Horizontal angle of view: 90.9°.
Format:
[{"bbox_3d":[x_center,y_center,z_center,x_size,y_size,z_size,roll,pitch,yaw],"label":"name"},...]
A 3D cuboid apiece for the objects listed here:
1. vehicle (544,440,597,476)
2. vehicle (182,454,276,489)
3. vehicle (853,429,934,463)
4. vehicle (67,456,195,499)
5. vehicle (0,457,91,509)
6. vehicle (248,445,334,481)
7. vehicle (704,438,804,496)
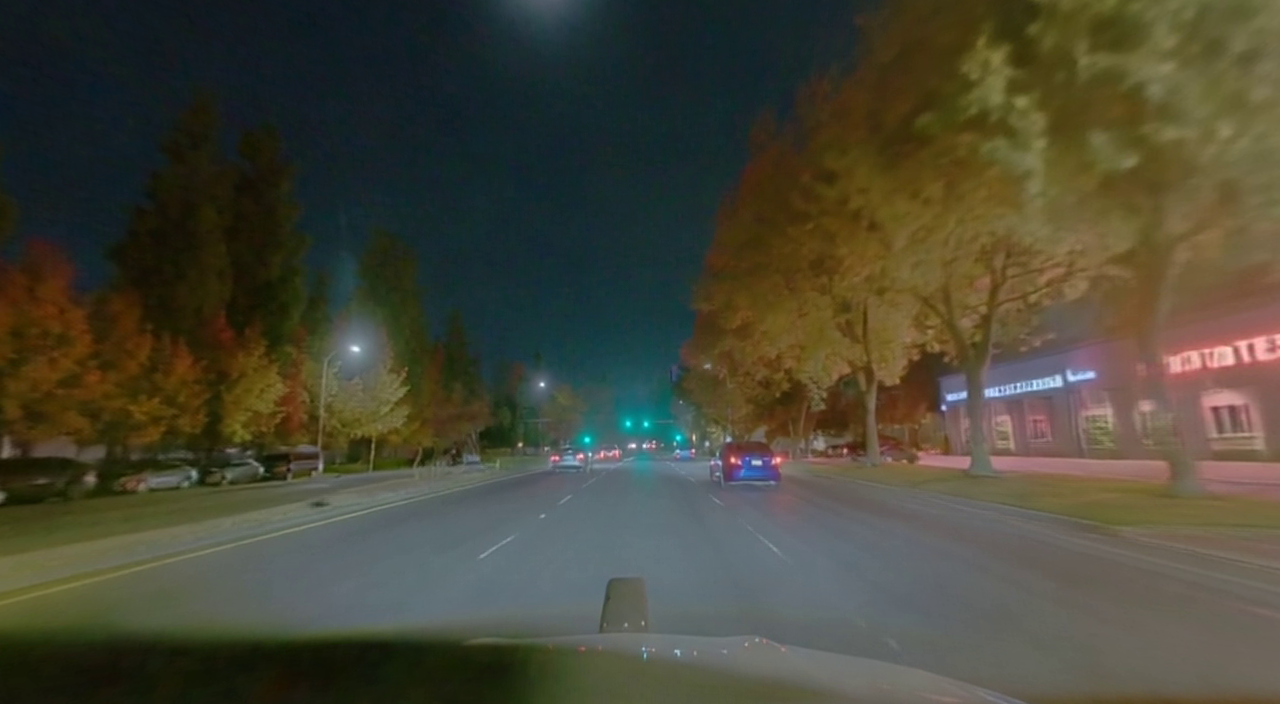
[{"bbox_3d":[-3.348,5.239,31.296,2.113,1.626,4.129,-1,-8,1],"label":"vehicle"},{"bbox_3d":[-22.248,6.439,34.371,1.887,1.669,4.753,-1,-8,1],"label":"vehicle"},{"bbox_3d":[16.822,6.308,42.243,2.160,2.093,5.795,1,-9,-10],"label":"vehicle"},{"bbox_3d":[-22.408,5.503,28.026,1.794,1.664,4.582,-1,-8,1],"label":"vehicle"},{"bbox_3d":[-22.528,4.619,22.332,1.918,1.698,4.581,-1,-8,1],"label":"vehicle"},{"bbox_3d":[-22.251,7.085,40.521,2.255,2.117,5.319,-1,-8,2],"label":"vehicle"},{"bbox_3d":[3.191,3.334,18.645,2.083,1.474,4.360,0,-8,-1],"label":"vehicle"}]
